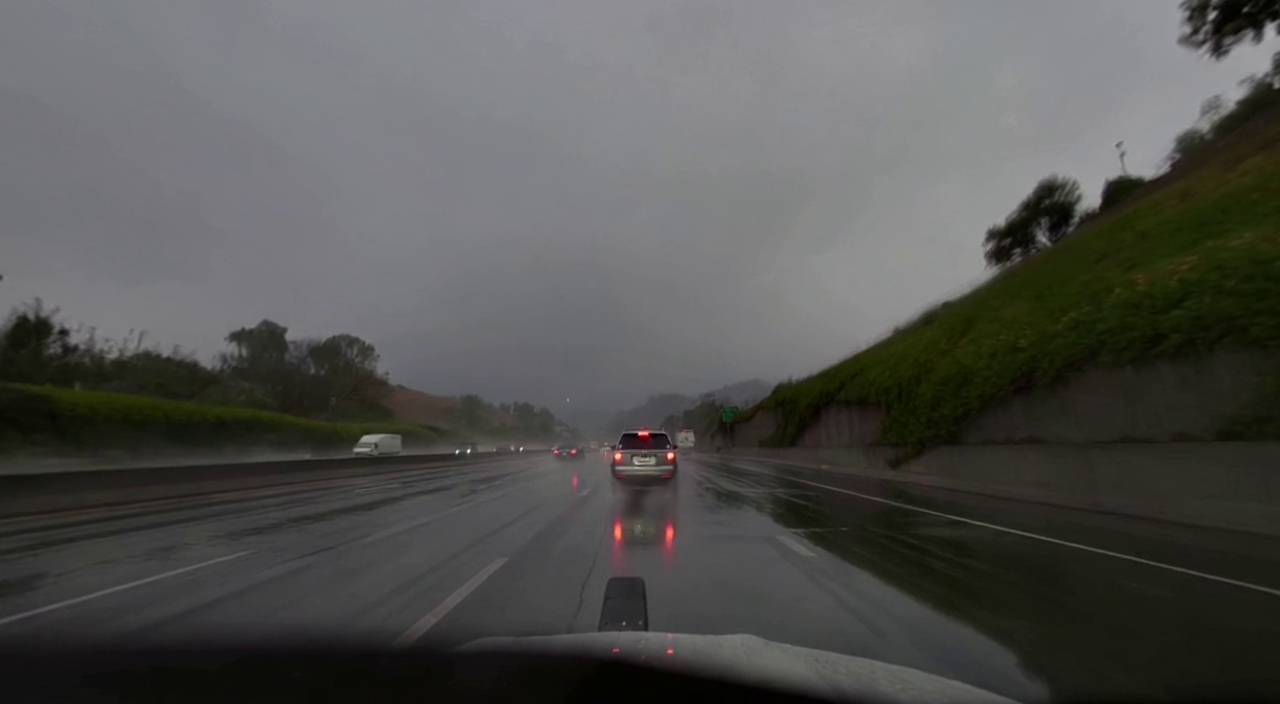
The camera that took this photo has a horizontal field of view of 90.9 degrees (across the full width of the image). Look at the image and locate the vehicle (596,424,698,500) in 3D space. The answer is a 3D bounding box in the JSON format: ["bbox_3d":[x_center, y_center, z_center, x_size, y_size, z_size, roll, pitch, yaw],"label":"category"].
[{"bbox_3d":[0.166,2.969,17.356,2.447,1.804,4.273,0,-9,0],"label":"vehicle"}]
